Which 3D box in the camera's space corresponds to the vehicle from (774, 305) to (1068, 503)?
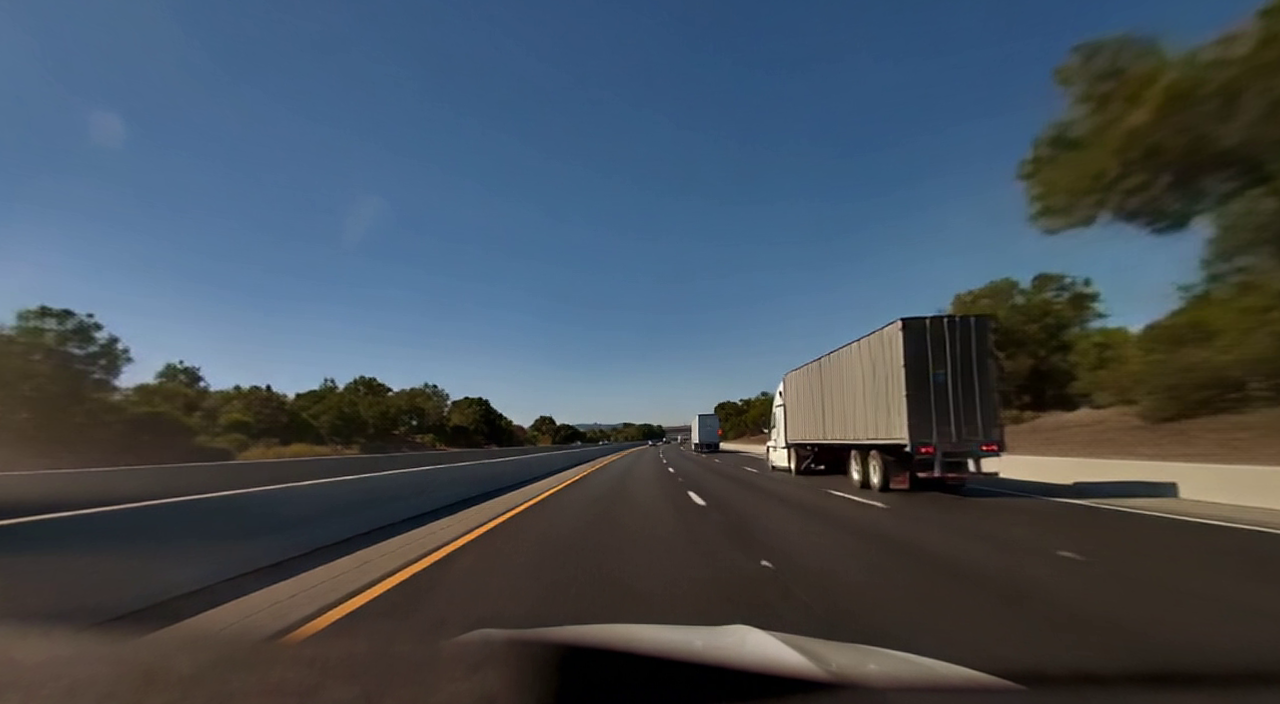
[{"bbox_3d":[7.221,2.025,19.960,2.885,4.075,13.981,-1,-8,0],"label":"vehicle"}]
